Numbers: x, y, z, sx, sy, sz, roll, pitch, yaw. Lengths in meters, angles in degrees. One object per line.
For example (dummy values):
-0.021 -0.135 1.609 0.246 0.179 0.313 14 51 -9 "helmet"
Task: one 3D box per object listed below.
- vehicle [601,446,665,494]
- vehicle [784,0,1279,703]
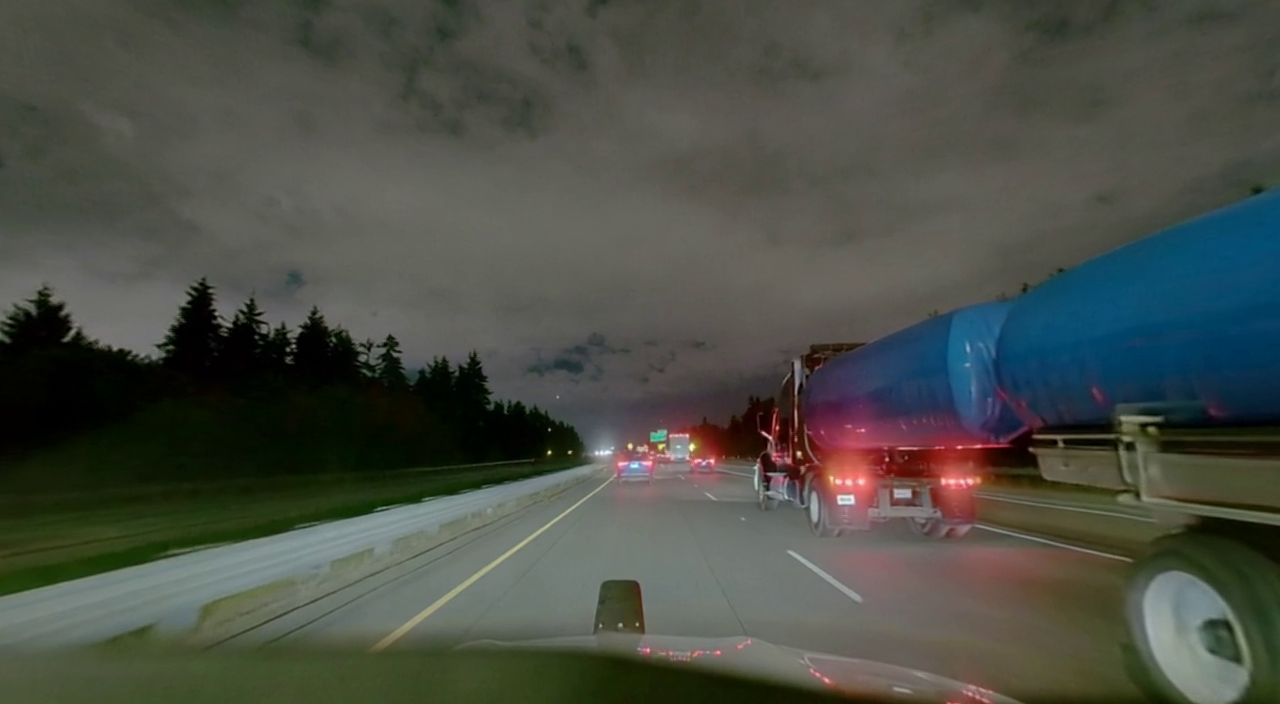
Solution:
-0.201 4.009 21.764 2.003 1.490 3.636 0 -9 1 "vehicle"
3.899 0.361 4.925 2.694 3.453 11.641 0 -9 0 "vehicle"
